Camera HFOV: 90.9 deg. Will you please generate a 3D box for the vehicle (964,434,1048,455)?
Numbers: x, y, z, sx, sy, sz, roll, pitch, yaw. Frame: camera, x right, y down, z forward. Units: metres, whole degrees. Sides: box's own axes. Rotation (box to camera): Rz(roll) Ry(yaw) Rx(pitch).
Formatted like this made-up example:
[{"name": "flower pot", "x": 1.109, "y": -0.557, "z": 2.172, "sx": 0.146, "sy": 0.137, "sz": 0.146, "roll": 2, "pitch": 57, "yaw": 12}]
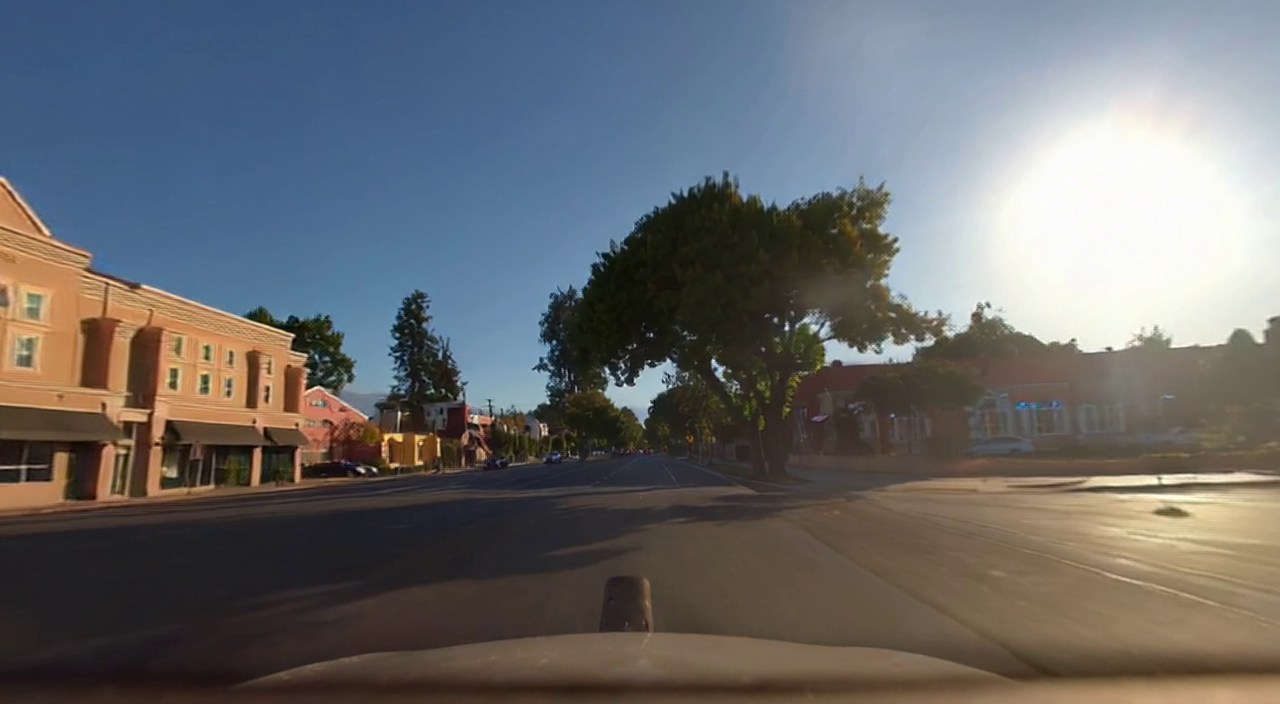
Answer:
[{"name": "vehicle", "x": 25.960, "y": 6.607, "z": 44.867, "sx": 4.942, "sy": 1.435, "sz": 1.987, "roll": -5, "pitch": -9, "yaw": 28}]
